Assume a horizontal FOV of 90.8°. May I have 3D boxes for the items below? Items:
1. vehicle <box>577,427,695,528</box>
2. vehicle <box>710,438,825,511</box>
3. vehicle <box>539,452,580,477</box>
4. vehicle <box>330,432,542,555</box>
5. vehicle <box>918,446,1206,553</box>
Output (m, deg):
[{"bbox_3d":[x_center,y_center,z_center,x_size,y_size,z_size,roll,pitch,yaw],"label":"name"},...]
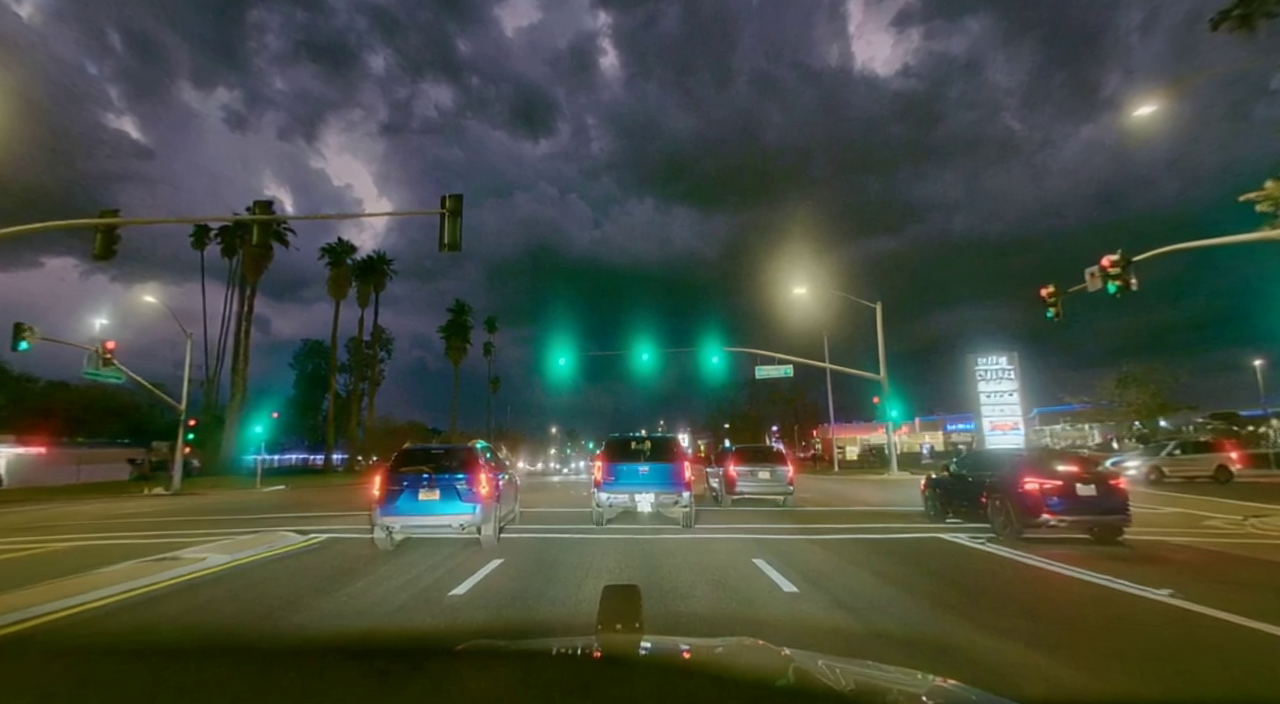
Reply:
[{"bbox_3d":[-0.134,2.593,13.602,2.151,1.787,4.109,0,-9,-2],"label":"vehicle"},{"bbox_3d":[3.274,3.232,17.204,2.112,1.710,4.234,0,-9,-2],"label":"vehicle"},{"bbox_3d":[-5.067,7.163,40.317,2.030,1.441,4.324,0,-9,1],"label":"vehicle"},{"bbox_3d":[-3.129,2.272,10.897,2.201,1.644,4.465,0,-9,-1],"label":"vehicle"},{"bbox_3d":[6.793,2.364,10.927,1.944,1.447,4.309,0,-9,-1],"label":"vehicle"}]
